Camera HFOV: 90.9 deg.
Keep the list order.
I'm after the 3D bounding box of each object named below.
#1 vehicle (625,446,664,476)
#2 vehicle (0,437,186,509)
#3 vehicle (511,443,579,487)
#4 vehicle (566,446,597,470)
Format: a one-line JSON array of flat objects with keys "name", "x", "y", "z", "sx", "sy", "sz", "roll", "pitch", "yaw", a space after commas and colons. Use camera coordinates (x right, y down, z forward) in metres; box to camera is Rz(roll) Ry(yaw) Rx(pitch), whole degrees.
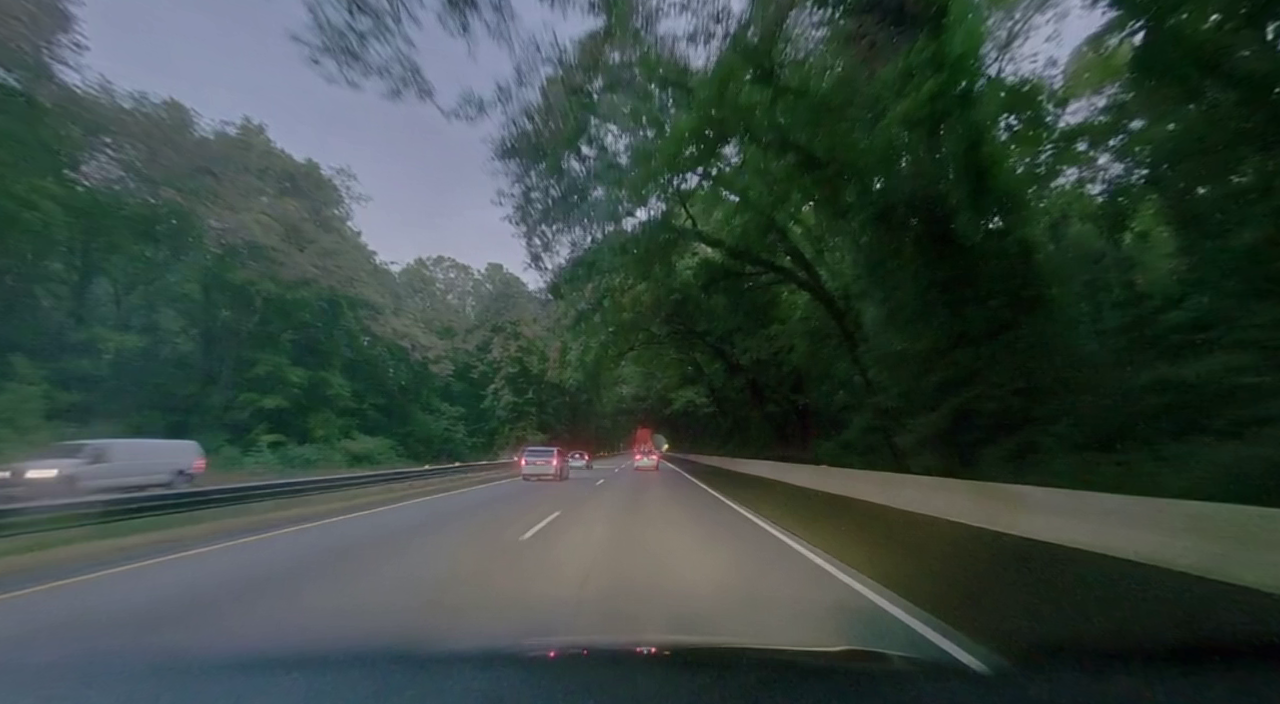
[{"name": "vehicle", "x": 0.220, "y": 5.817, "z": 33.737, "sx": 2.001, "sy": 1.490, "sz": 3.914, "roll": 0, "pitch": -9, "yaw": 0}, {"name": "vehicle", "x": -16.378, "y": 3.519, "z": 18.784, "sx": 2.052, "sy": 1.835, "sz": 4.760, "roll": 0, "pitch": -9, "yaw": 0}, {"name": "vehicle", "x": -3.554, "y": 4.306, "z": 24.218, "sx": 1.978, "sy": 1.538, "sz": 3.755, "roll": 0, "pitch": -9, "yaw": 1}, {"name": "vehicle", "x": -4.132, "y": 7.555, "z": 45.063, "sx": 1.834, "sy": 1.615, "sz": 3.624, "roll": 0, "pitch": -9, "yaw": 1}]
